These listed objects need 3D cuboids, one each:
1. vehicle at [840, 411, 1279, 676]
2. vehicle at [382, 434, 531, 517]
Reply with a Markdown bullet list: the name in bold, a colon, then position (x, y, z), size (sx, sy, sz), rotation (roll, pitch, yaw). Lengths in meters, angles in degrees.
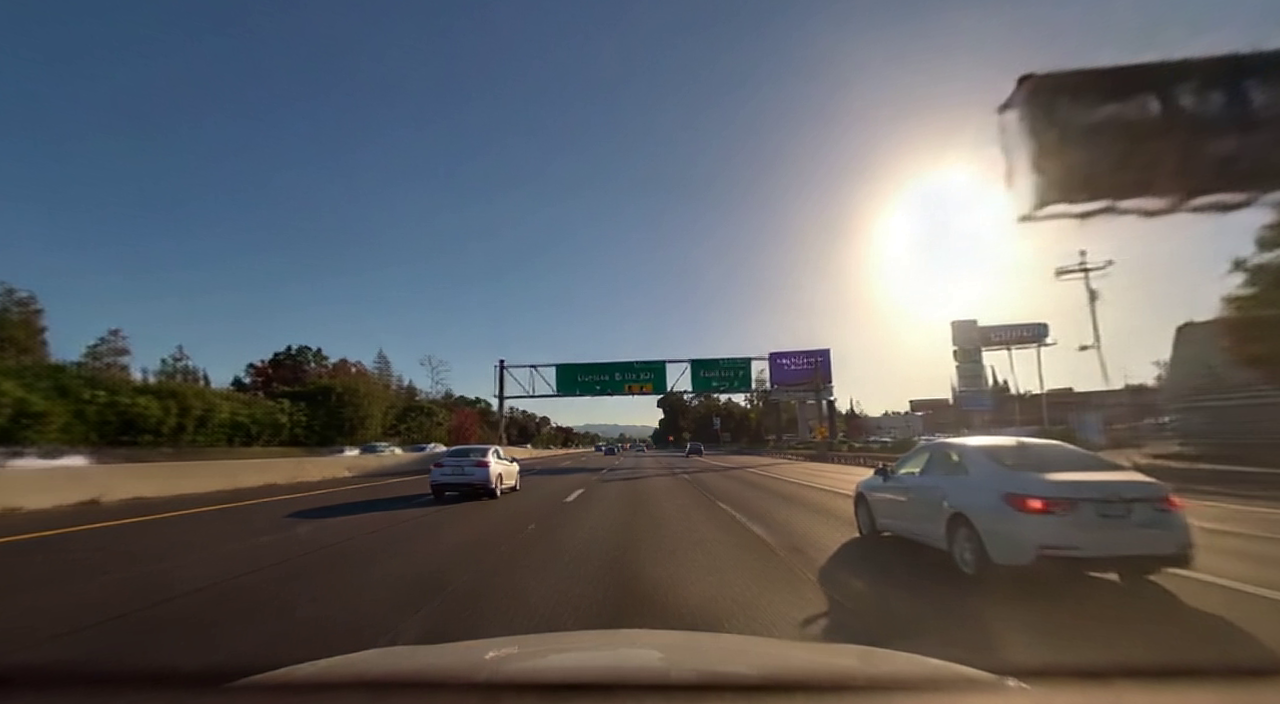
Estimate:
- **vehicle**: position (3.858, 1.459, 6.157), size (2.164, 1.507, 4.914), rotation (0, -8, -1)
- **vehicle**: position (-3.756, 2.603, 13.832), size (1.939, 1.508, 4.272), rotation (0, -8, 1)
